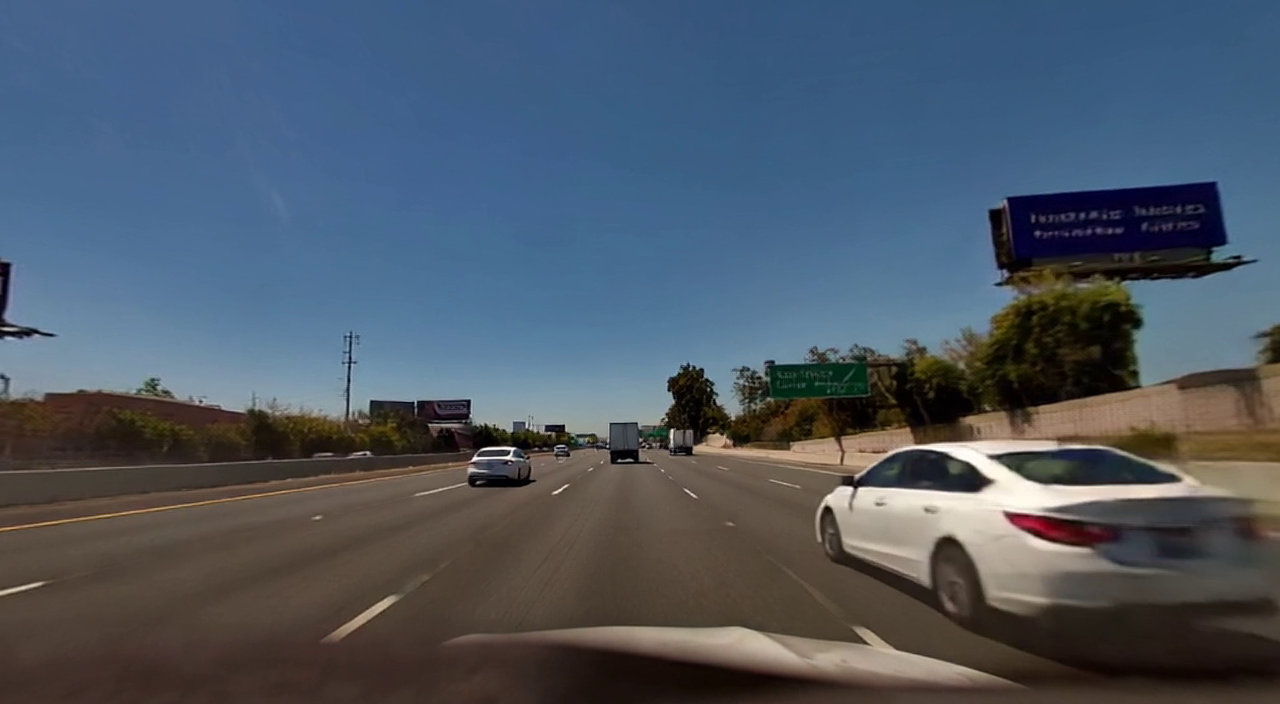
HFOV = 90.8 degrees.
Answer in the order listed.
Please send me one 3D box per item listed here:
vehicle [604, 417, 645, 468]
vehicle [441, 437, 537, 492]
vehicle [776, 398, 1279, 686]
[{"bbox_3d":[-1.008,5.780,40.245,2.364,2.953,6.495,0,-8,-2],"label":"vehicle"},{"bbox_3d":[-4.807,3.643,20.910,2.021,1.598,4.887,0,-8,-1],"label":"vehicle"},{"bbox_3d":[2.955,1.408,5.929,2.175,1.598,4.584,0,-8,-2],"label":"vehicle"}]
